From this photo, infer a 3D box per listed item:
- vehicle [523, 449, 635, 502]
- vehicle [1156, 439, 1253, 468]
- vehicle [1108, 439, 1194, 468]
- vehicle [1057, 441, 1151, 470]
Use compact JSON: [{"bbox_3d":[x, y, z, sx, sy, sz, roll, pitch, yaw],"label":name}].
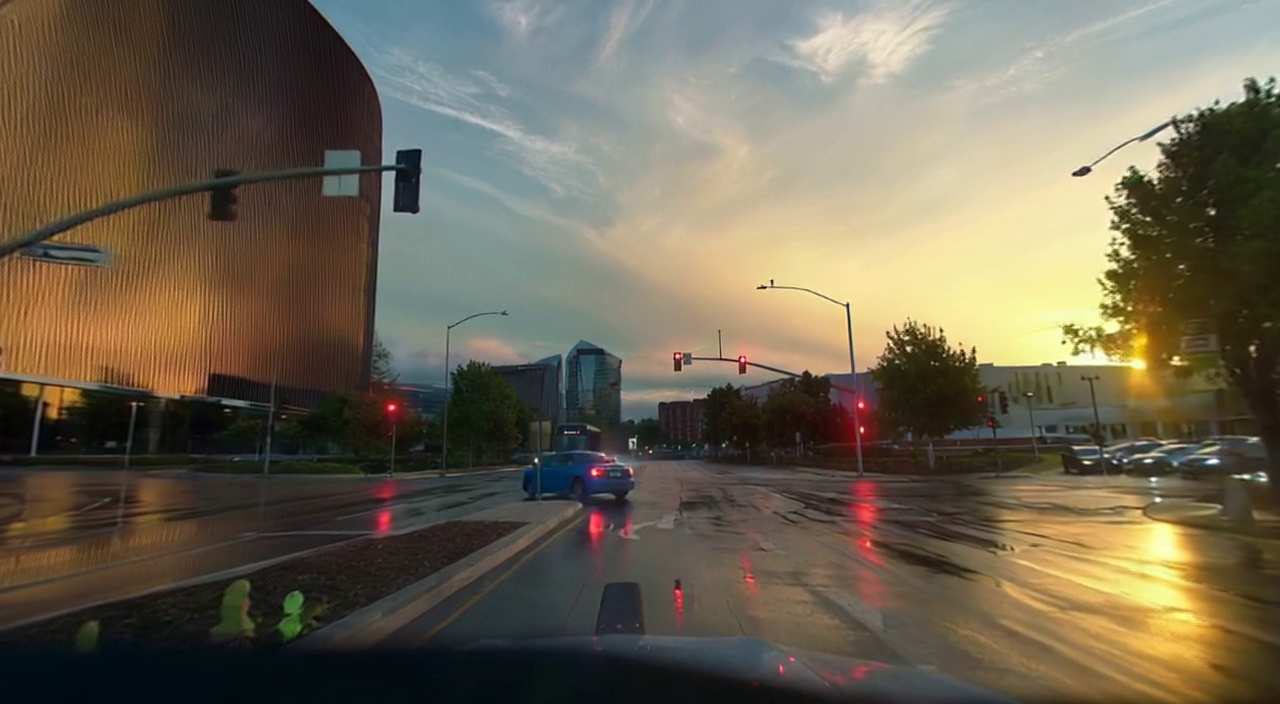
[{"bbox_3d":[-2.111,3.995,20.843,2.014,1.525,4.197,6,-10,-32],"label":"vehicle"},{"bbox_3d":[30.370,5.453,34.037,1.946,1.467,3.670,0,-9,4],"label":"vehicle"},{"bbox_3d":[27.822,5.540,34.439,1.816,1.476,3.652,0,-9,4],"label":"vehicle"},{"bbox_3d":[25.491,5.698,34.788,2.021,1.484,4.454,0,-9,4],"label":"vehicle"}]
